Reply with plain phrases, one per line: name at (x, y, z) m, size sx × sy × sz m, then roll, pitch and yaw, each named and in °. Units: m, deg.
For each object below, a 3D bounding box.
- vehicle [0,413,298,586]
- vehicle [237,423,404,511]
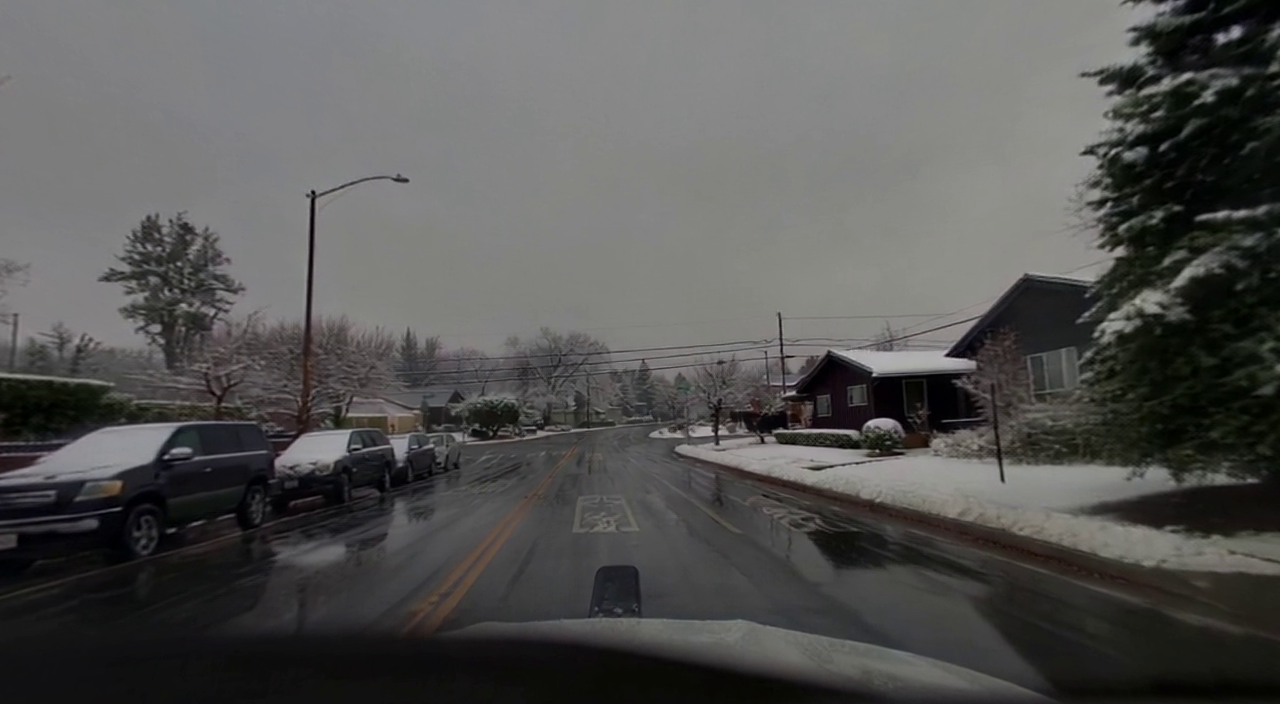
vehicle at (-6.826, 1.808, 8.682) m, size 2.147 × 1.780 × 4.165 m, roll 0°, pitch -8°, yaw -5°
vehicle at (-7.327, 2.637, 15.064) m, size 1.865 × 1.750 × 4.507 m, roll 0°, pitch -8°, yaw -4°
